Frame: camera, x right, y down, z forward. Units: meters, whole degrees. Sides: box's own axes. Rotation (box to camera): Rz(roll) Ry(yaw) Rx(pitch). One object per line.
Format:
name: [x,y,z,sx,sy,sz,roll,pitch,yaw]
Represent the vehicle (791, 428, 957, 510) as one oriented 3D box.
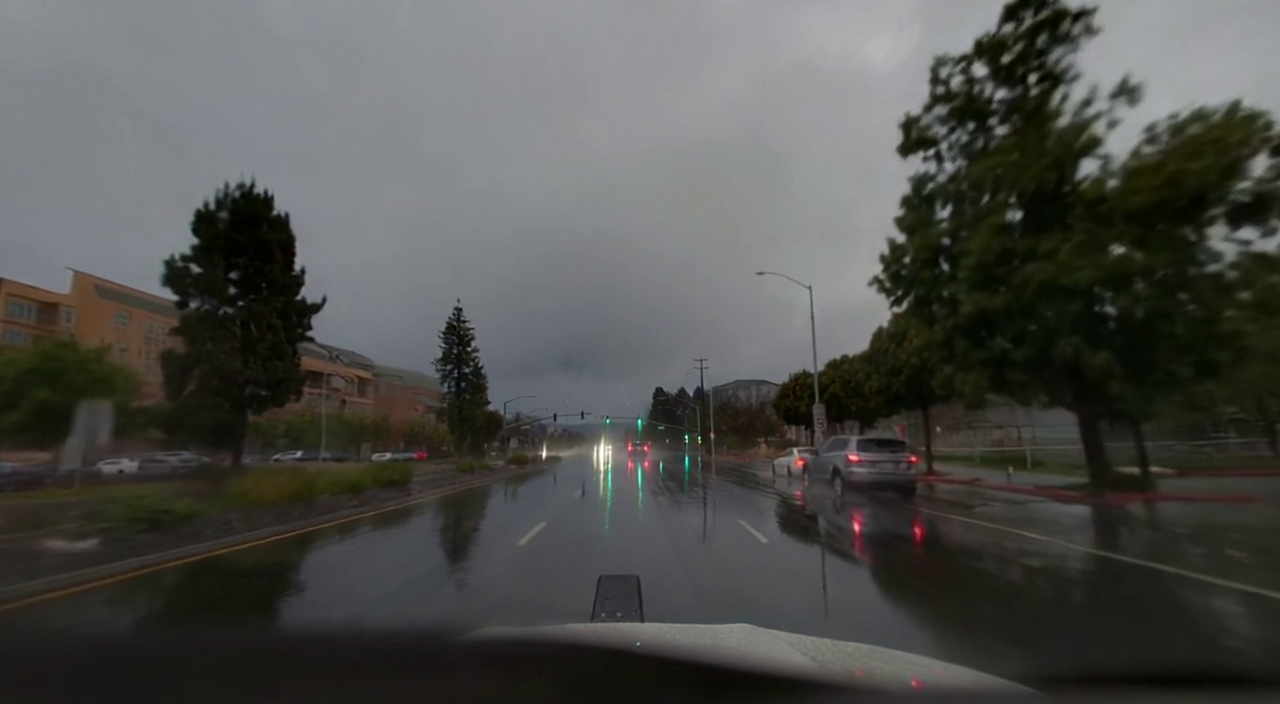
vehicle: [5.867,2.991,16.720,2.295,1.804,4.971,0,-8,-2]
